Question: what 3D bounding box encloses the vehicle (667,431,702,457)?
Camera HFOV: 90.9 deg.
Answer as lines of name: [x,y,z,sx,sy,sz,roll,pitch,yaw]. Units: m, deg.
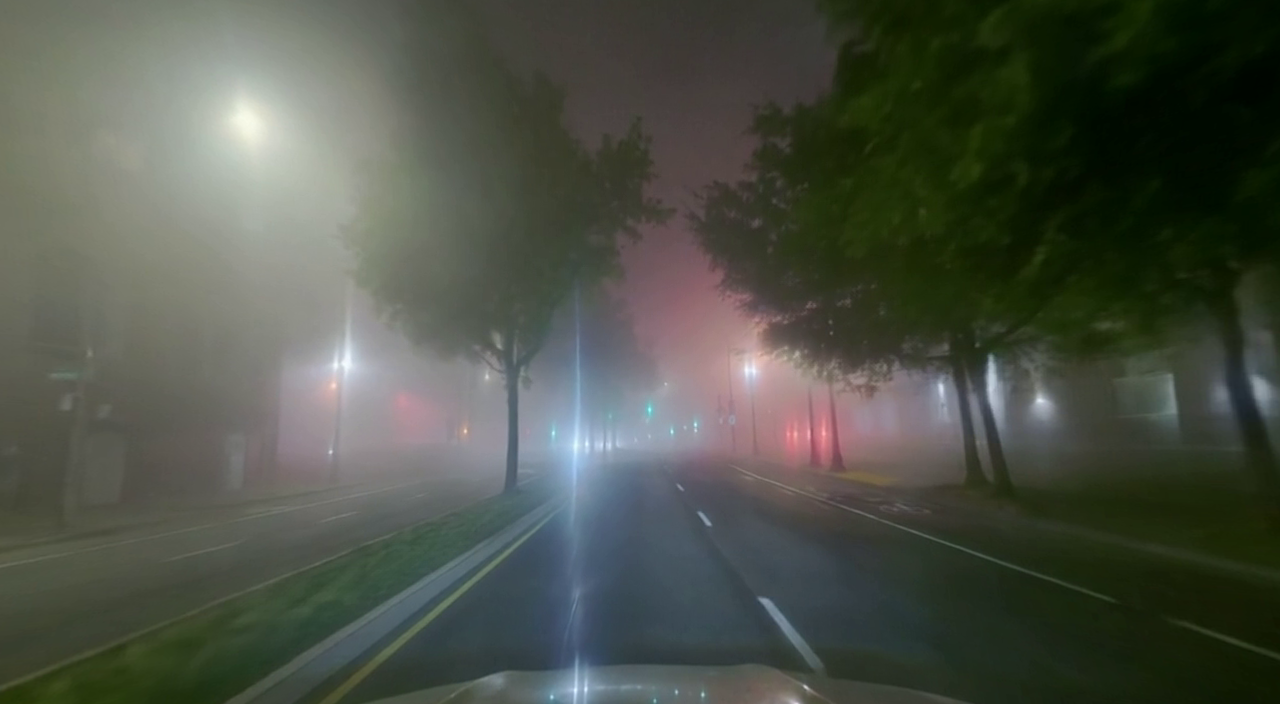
vehicle: [3.041,6.395,43.884,2.129,1.719,4.205,0,-8,0]
